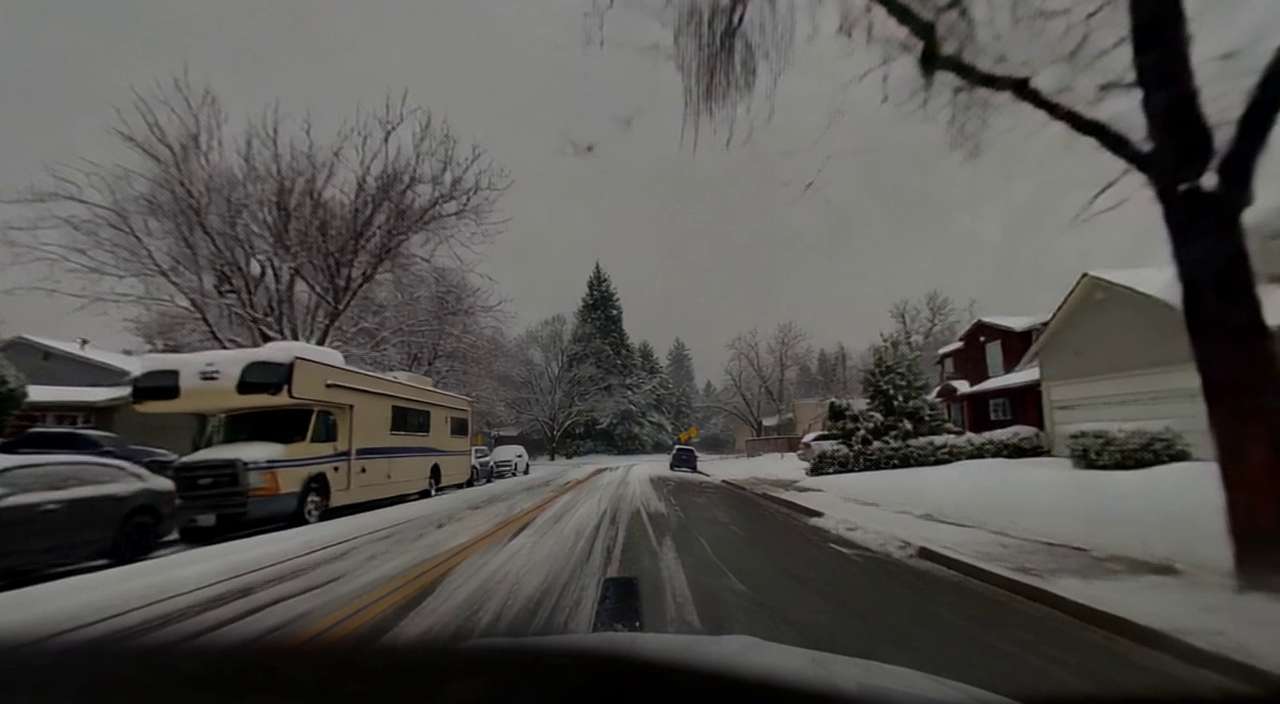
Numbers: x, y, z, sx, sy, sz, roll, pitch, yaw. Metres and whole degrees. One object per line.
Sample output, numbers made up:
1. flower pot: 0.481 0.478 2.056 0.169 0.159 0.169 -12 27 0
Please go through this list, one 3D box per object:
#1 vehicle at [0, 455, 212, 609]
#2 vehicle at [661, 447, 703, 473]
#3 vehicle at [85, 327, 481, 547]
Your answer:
1. vehicle: -7.236 1.892 6.915 1.932 1.438 4.552 0 -8 0
2. vehicle: 2.554 6.713 39.511 2.167 1.479 4.597 0 -8 -2
3. vehicle: -7.114 2.314 15.963 3.103 3.479 11.801 0 -10 0
